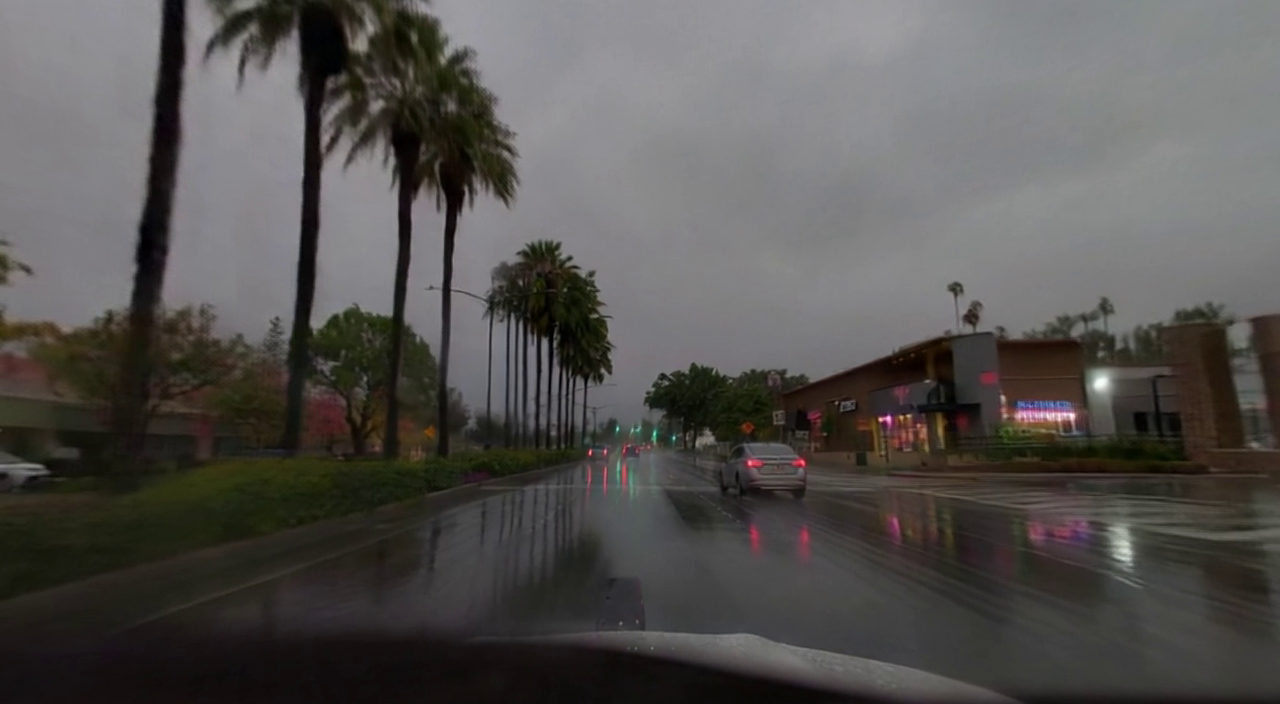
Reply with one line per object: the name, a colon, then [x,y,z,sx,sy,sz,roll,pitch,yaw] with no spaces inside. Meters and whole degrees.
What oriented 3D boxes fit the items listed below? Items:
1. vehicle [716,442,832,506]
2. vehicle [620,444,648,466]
vehicle: [3.507,3.290,17.569,2.090,1.503,4.566,0,-9,-2]
vehicle: [-0.477,8.088,49.636,2.102,1.653,3.698,0,-9,-1]
